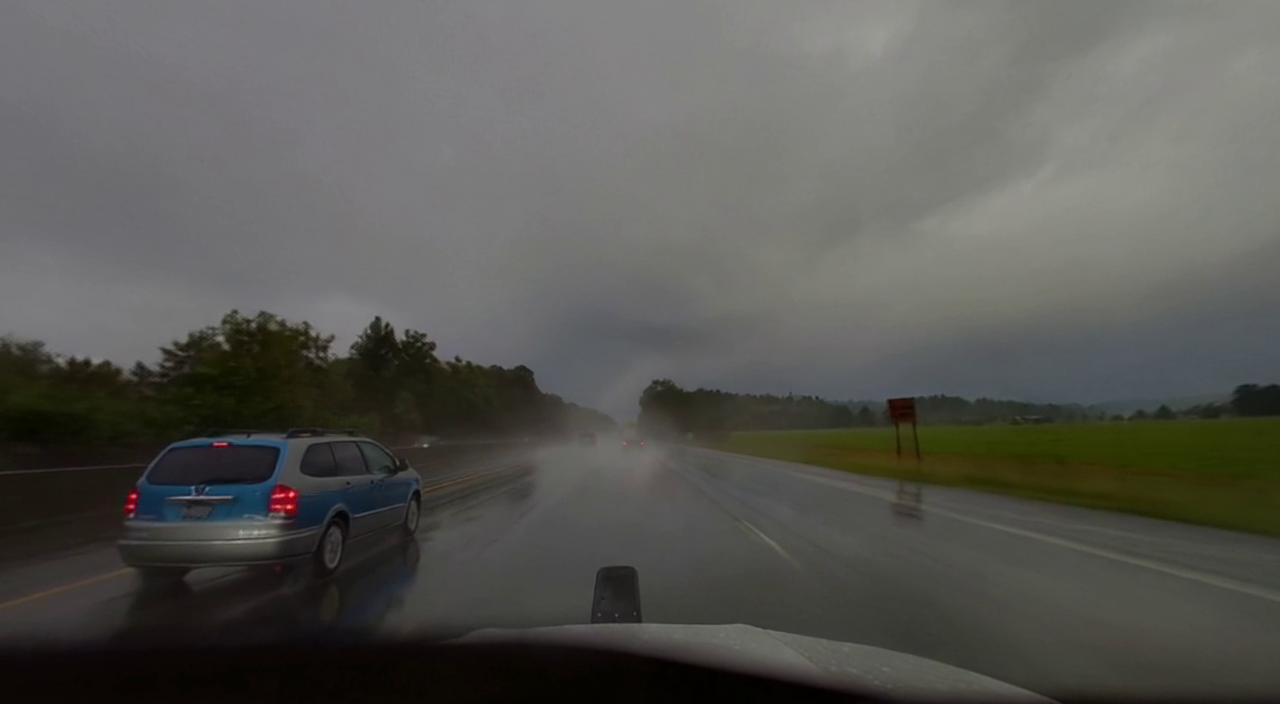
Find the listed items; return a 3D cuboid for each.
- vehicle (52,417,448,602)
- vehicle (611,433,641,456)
[{"bbox_3d":[-3.798,1.559,7.224,1.931,1.483,4.105,0,-8,-1],"label":"vehicle"},{"bbox_3d":[-1.004,7.026,47.876,2.162,1.616,4.242,0,-8,0],"label":"vehicle"}]
